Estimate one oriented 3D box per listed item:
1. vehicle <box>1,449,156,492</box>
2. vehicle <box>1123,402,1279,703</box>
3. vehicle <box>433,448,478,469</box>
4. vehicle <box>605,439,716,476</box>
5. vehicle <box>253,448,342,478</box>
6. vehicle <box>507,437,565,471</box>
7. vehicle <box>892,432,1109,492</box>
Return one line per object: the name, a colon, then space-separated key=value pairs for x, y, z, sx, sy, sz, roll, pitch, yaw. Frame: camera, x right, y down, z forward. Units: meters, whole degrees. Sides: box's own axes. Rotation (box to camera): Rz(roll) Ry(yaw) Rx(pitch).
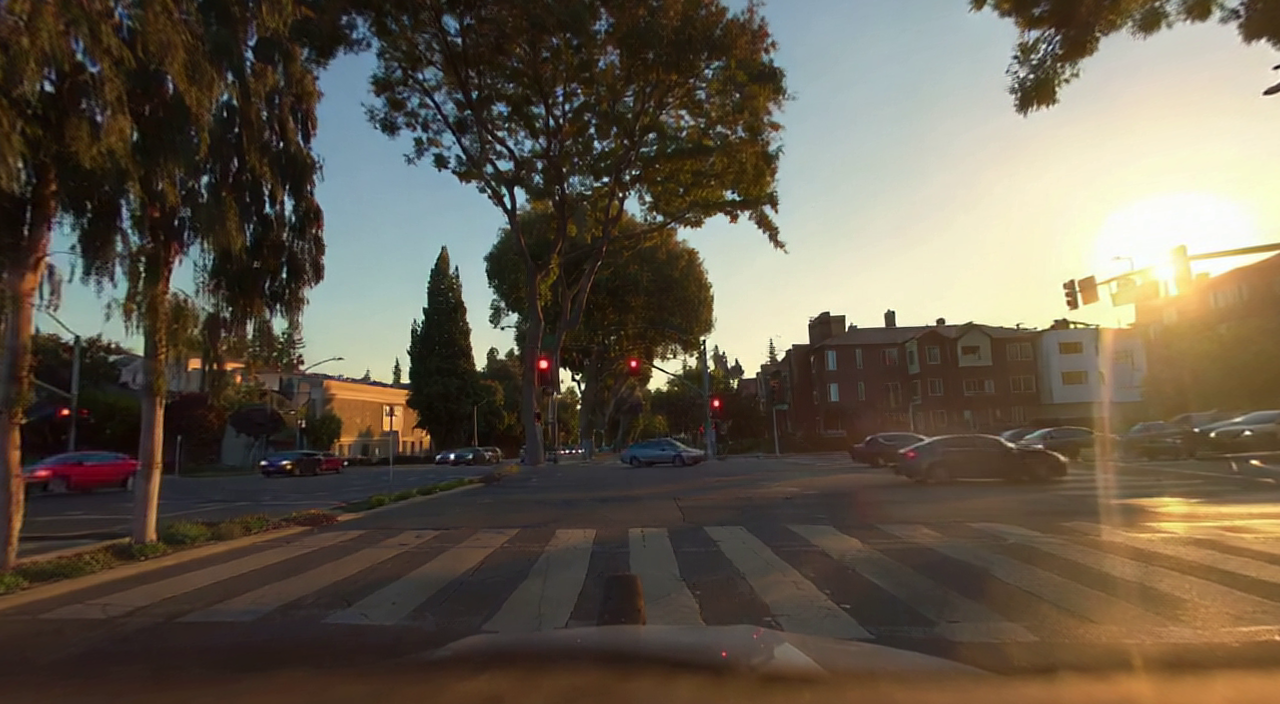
vehicle: x=-21.668 y=4.562 z=24.544 sx=1.853 sy=1.456 sz=4.531 roll=0 pitch=-8 yaw=0
vehicle: x=3.092 y=0.658 z=0.419 sx=1.990 sy=1.454 sz=4.490 roll=0 pitch=-8 yaw=1
vehicle: x=-12.228 y=7.037 z=41.769 sx=1.921 sy=1.304 sz=4.050 roll=0 pitch=-8 yaw=-3
vehicle: x=0.850 y=4.771 z=28.749 sx=5.017 sy=1.515 sz=2.006 roll=-8 pitch=-12 yaw=44
vehicle: x=-18.292 y=5.910 z=33.843 sx=2.203 sy=1.471 sz=4.723 roll=0 pitch=-8 yaw=-1
vehicle: x=-6.272 y=6.016 z=37.378 sx=2.276 sy=1.842 sz=4.958 roll=4 pitch=-9 yaw=-23
vehicle: x=9.589 y=2.964 z=17.196 sx=4.719 sy=1.449 sz=2.026 roll=-2 pitch=-9 yaw=16
